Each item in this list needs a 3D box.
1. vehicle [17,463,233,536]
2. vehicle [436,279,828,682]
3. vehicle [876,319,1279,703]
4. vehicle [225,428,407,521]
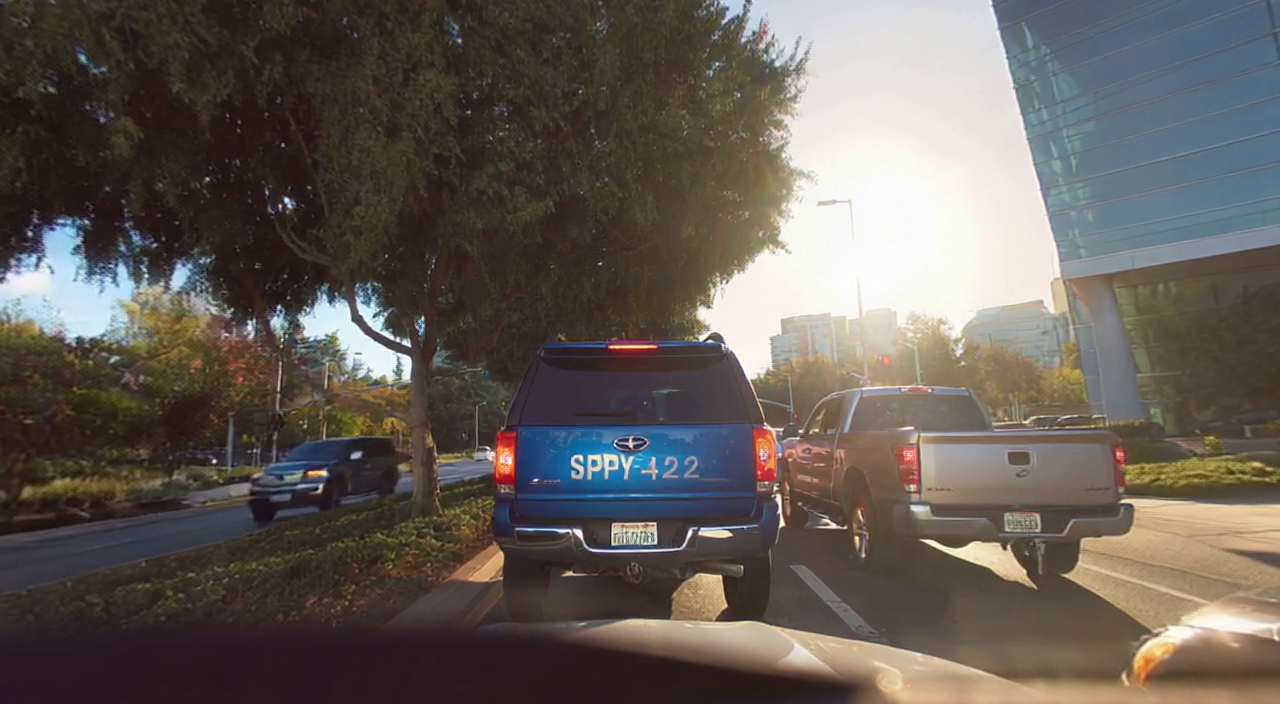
[{"bbox_3d":[-16.006,4.556,20.210,2.214,1.815,5.613,0,-8,-1],"label":"vehicle"},{"bbox_3d":[0.007,1.037,5.971,2.267,2.372,4.366,0,-8,2],"label":"vehicle"},{"bbox_3d":[3.080,0.983,3.461,2.022,1.700,4.410,0,-8,3],"label":"vehicle"},{"bbox_3d":[-8.439,3.215,17.217,2.136,2.109,5.377,0,-8,-1],"label":"vehicle"}]
